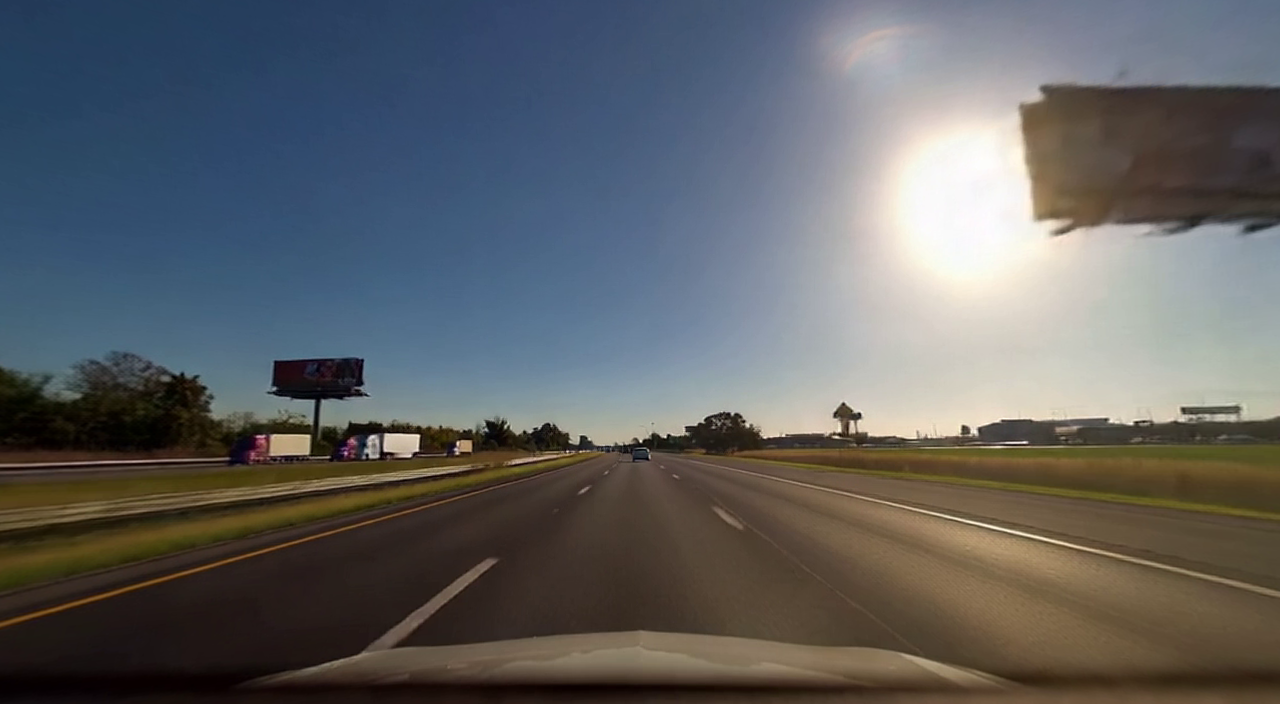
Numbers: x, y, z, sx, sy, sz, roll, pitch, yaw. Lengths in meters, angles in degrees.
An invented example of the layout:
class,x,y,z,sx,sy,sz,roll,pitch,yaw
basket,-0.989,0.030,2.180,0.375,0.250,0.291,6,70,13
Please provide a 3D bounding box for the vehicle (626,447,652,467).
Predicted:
class,x,y,z,sx,sy,sz,roll,pitch,yaw
vehicle,-0.092,8.087,48.615,1.916,1.494,4.335,0,-9,-1
